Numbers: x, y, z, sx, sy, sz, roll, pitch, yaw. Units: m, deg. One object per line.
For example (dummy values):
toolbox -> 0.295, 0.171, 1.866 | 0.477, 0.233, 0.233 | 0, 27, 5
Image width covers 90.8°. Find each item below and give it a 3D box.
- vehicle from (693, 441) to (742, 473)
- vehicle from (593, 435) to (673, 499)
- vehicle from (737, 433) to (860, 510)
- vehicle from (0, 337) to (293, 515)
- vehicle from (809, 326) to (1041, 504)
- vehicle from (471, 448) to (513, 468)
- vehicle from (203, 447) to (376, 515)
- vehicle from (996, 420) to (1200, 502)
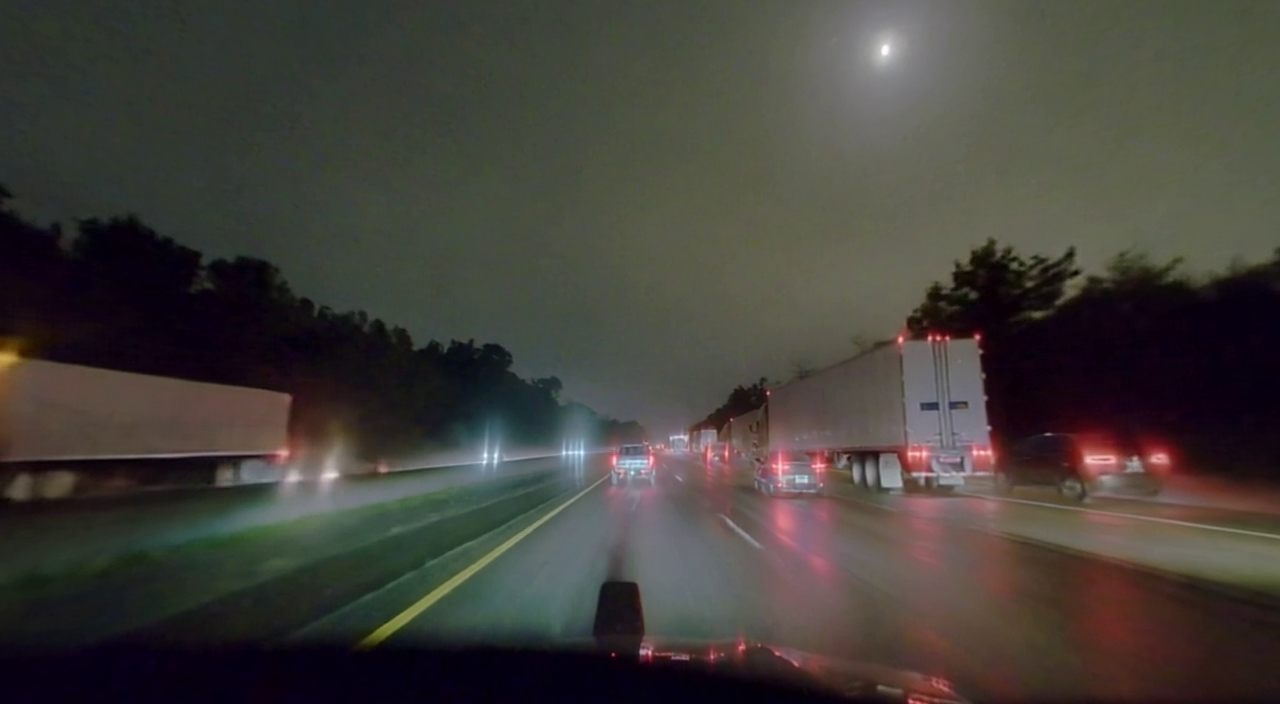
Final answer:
vehicle -> 4.161, 5.749, 34.598 | 2.150, 1.632, 4.260 | 0, -9, 0
vehicle -> -0.156, 3.198, 17.834 | 2.023, 1.618, 3.628 | 0, -9, 1
vehicle -> 3.643, 2.816, 15.256 | 1.920, 1.594, 3.867 | 0, -9, 0
vehicle -> -16.017, 2.379, 18.704 | 3.084, 3.991, 14.527 | 0, -9, 1
vehicle -> 7.614, 2.051, 18.658 | 2.823, 4.063, 8.485 | 0, -9, 0
vehicle -> -11.570, 8.276, 49.507 | 2.189, 1.486, 4.091 | -1, -9, 2
vehicle -> -8.475, 3.120, 15.732 | 2.043, 1.455, 3.840 | 0, -9, 1
vehicle -> 12.010, 2.902, 17.093 | 1.966, 1.870, 4.734 | 0, -9, 1
